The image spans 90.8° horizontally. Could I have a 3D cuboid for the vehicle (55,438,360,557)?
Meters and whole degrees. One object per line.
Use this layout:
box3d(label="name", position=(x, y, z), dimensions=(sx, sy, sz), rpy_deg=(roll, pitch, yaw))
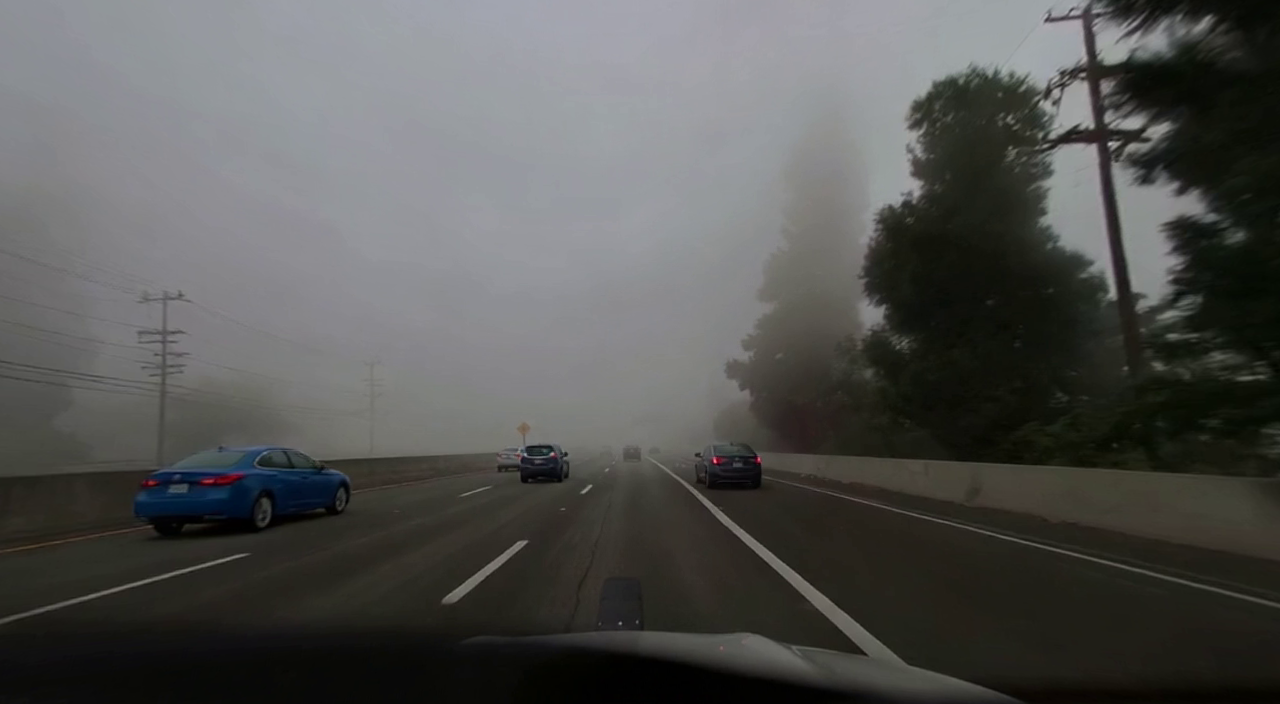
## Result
box3d(label="vehicle", position=(-6.434, 2.158, 10.162), dimensions=(1.903, 1.482, 4.180), rpy_deg=(0, -8, 0))

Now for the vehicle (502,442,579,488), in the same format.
box3d(label="vehicle", position=(-3.451, 4.015, 22.848), dimensions=(2.066, 1.488, 4.377), rpy_deg=(0, -8, 0))

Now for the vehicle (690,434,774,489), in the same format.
box3d(label="vehicle", position=(3.040, 3.727, 21.829), dimensions=(2.100, 1.659, 4.387), rpy_deg=(0, -8, -2))
